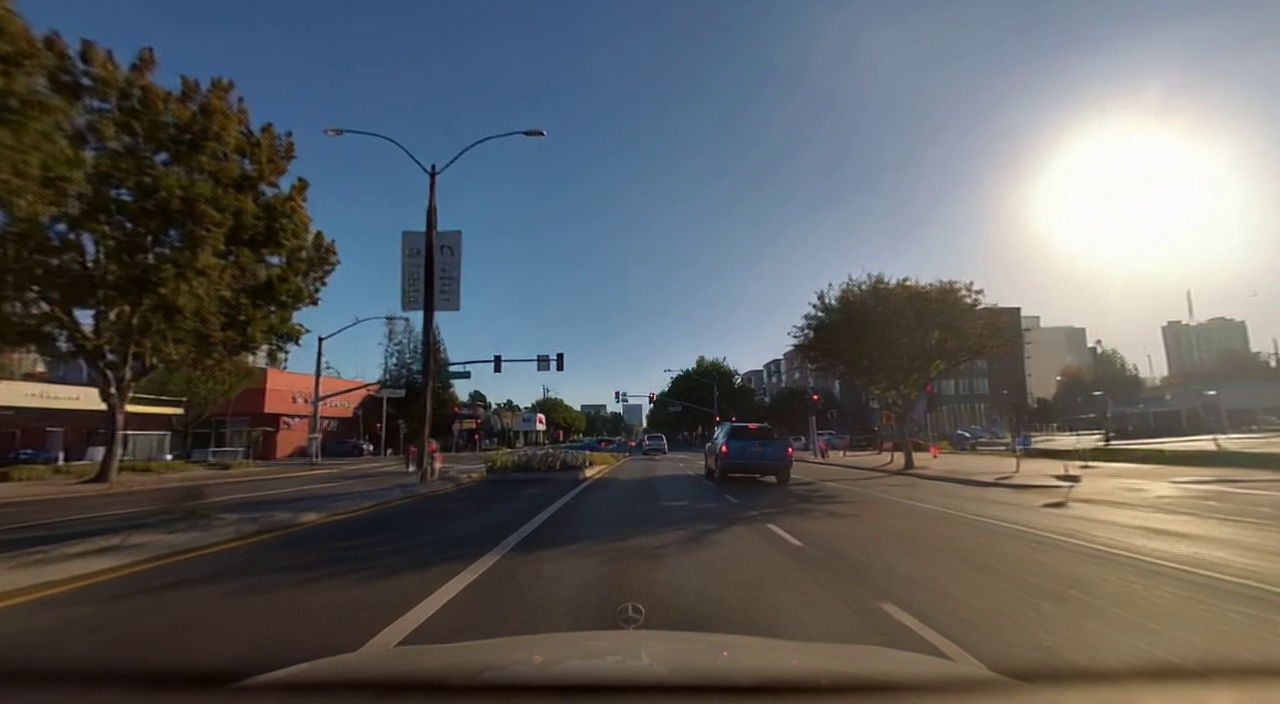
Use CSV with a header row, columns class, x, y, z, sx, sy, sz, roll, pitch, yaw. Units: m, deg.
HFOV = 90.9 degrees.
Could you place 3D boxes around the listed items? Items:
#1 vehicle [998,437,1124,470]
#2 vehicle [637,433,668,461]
class,x,y,z,sx,sy,sz,roll,pitch,yaw
vehicle,19.854,4.799,29.842,4.479,1.488,2.038,0,-8,0
vehicle,0.824,6.362,42.379,1.994,1.759,4.186,0,-8,1
